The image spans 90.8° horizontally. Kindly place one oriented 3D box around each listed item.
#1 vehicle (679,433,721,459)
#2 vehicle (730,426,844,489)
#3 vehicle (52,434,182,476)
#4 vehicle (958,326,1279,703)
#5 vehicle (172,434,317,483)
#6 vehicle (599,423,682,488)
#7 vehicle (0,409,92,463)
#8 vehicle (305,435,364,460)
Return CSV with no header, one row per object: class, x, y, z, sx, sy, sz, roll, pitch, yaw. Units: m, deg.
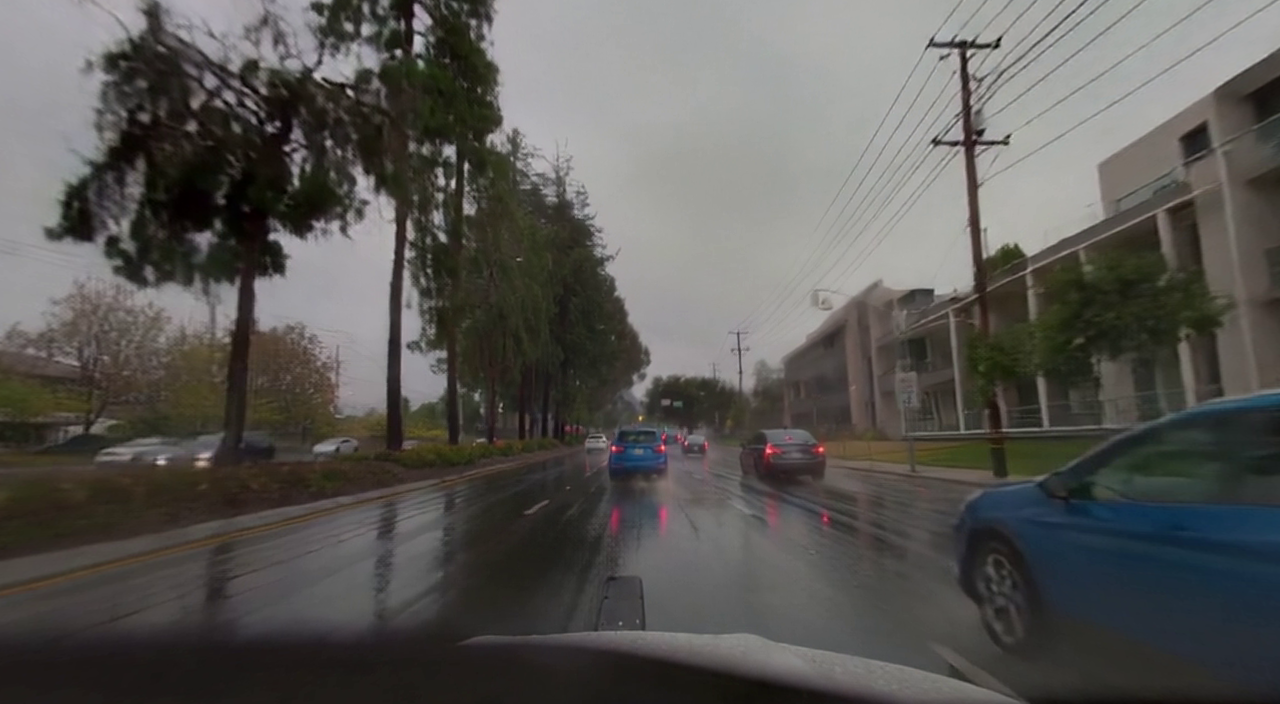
vehicle,3.608,5.745,38.654,2.054,1.461,4.321,0,-8,-1
vehicle,3.911,2.898,17.643,2.086,1.534,4.351,0,-8,0
vehicle,-22.652,4.478,27.631,1.923,1.672,4.303,0,-8,1
vehicle,3.086,0.678,1.501,2.123,1.657,4.719,0,-8,-1
vehicle,-13.862,3.763,22.590,1.951,1.538,4.940,0,-8,0
vehicle,-0.003,2.894,17.823,2.073,1.606,3.933,0,-8,-1
vehicle,-47.395,6.230,46.860,9.759,3.784,3.013,2,-9,-7
vehicle,-21.983,6.922,45.646,1.982,1.699,4.421,0,-8,1
